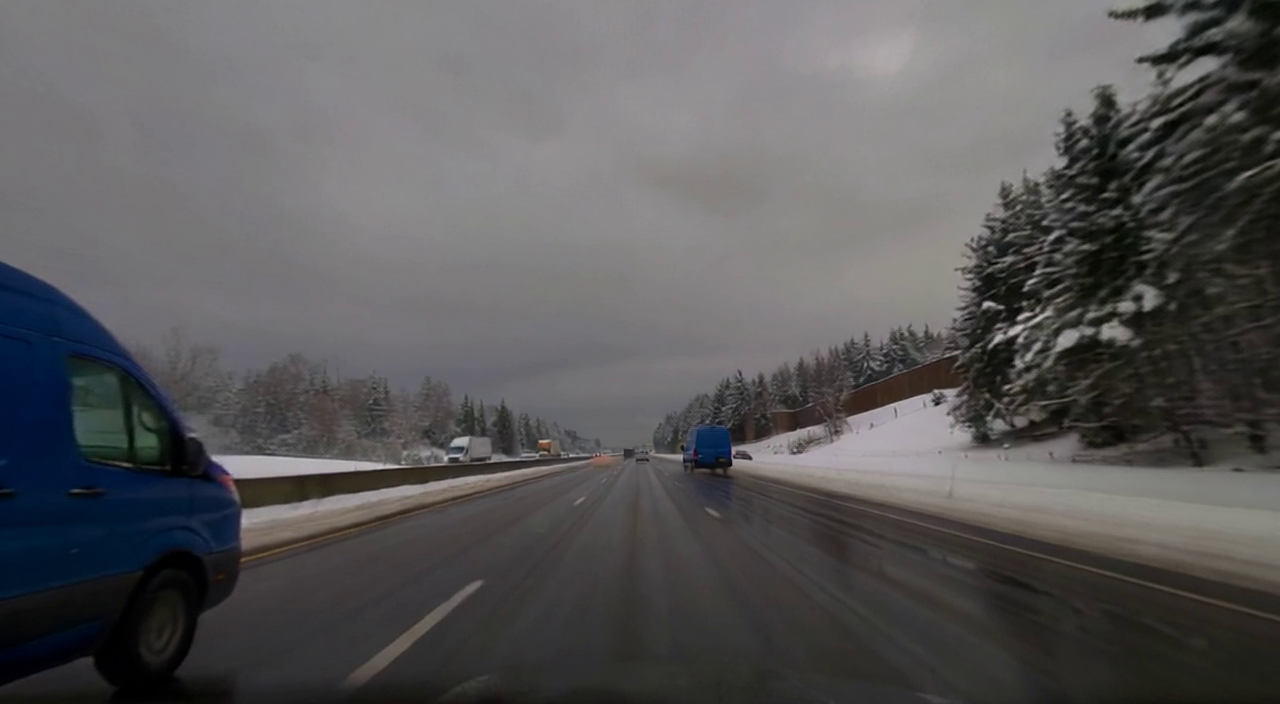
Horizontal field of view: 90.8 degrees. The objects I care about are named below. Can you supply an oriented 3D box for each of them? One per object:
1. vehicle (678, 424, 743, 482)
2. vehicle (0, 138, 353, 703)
[{"bbox_3d":[3.313,4.962,31.031,2.373,2.561,5.922,0,-9,-1],"label":"vehicle"},{"bbox_3d":[-3.635,0.403,1.993,2.409,2.523,6.275,0,-9,1],"label":"vehicle"}]
